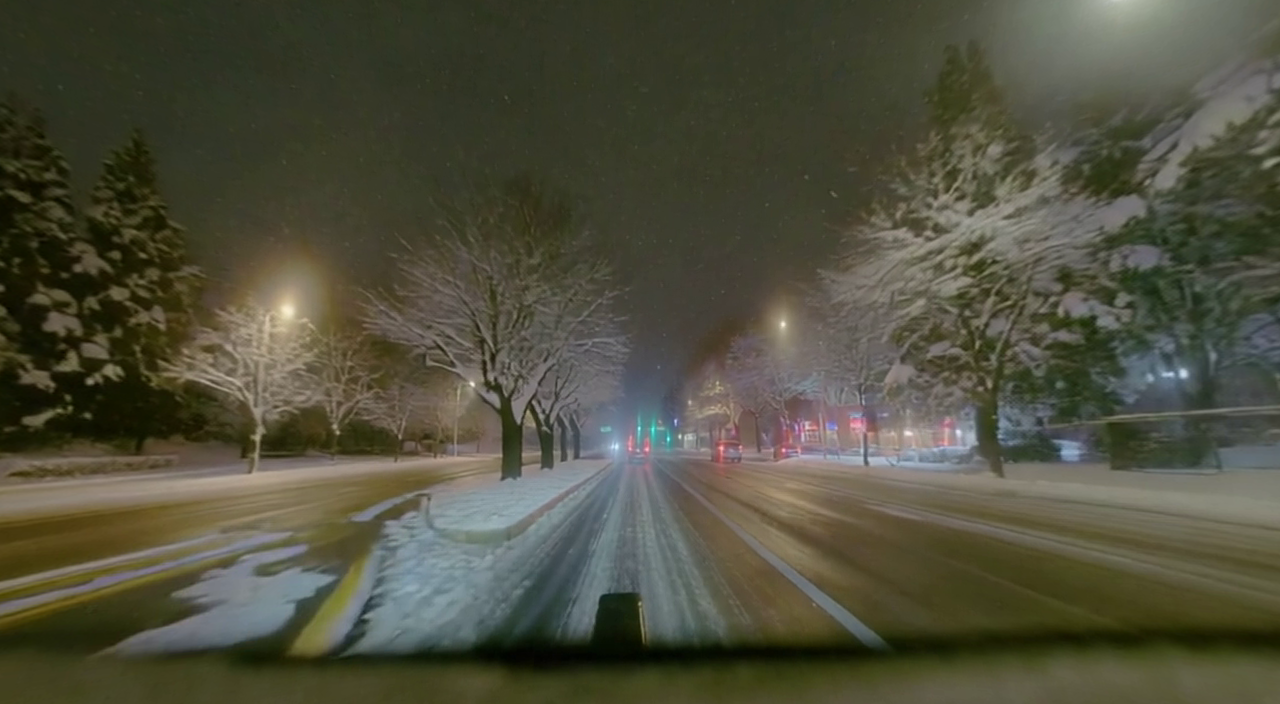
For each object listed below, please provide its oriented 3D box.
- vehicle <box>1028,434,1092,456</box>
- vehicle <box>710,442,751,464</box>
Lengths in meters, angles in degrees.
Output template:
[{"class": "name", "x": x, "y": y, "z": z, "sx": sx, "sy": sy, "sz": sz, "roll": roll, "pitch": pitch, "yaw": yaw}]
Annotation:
[{"class": "vehicle", "x": 31.621, "y": 7.072, "z": 47.712, "sx": 1.767, "sy": 1.549, "sz": 4.422, "roll": 1, "pitch": -9, "yaw": 0}, {"class": "vehicle", "x": 6.335, "y": 7.114, "z": 44.738, "sx": 2.024, "sy": 1.475, "sz": 4.600, "roll": 0, "pitch": -8, "yaw": -2}]
